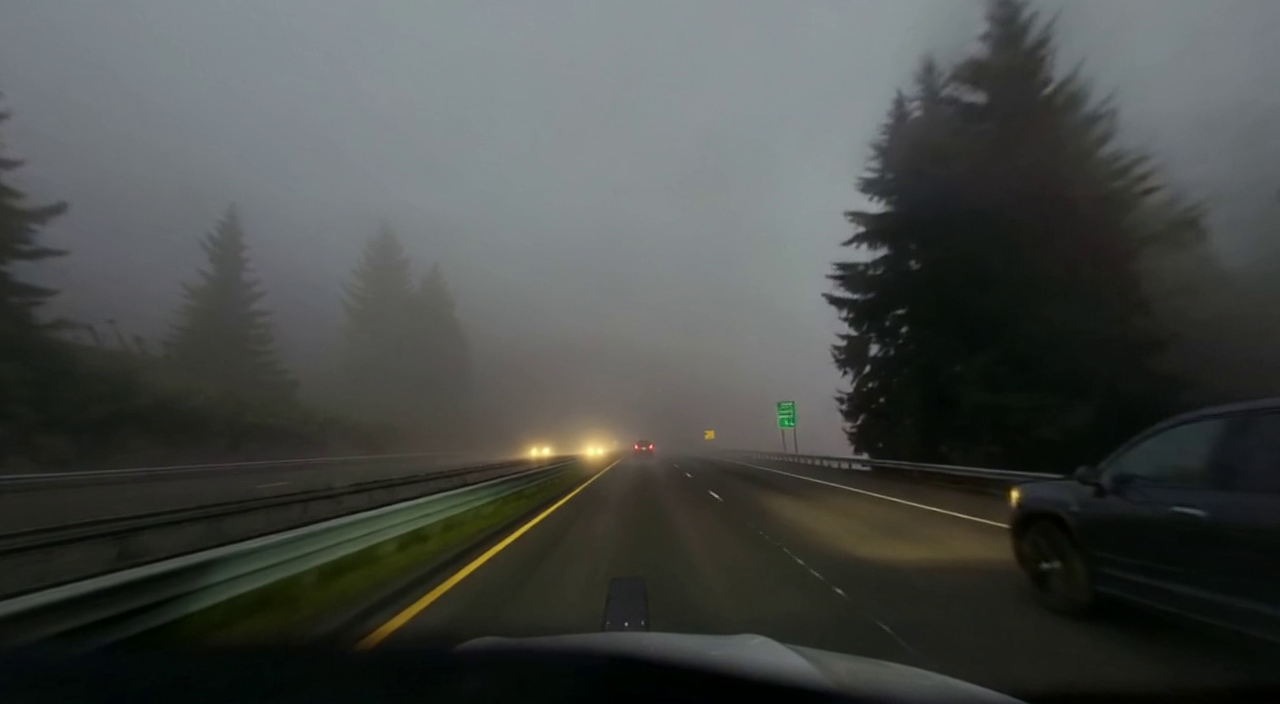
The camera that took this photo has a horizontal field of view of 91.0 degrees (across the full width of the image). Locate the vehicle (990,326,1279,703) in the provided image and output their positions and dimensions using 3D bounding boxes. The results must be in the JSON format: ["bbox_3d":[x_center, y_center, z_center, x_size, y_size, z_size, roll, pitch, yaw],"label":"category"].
[{"bbox_3d":[4.177,0.791,2.909,2.360,1.798,4.781,0,-8,0],"label":"vehicle"}]
